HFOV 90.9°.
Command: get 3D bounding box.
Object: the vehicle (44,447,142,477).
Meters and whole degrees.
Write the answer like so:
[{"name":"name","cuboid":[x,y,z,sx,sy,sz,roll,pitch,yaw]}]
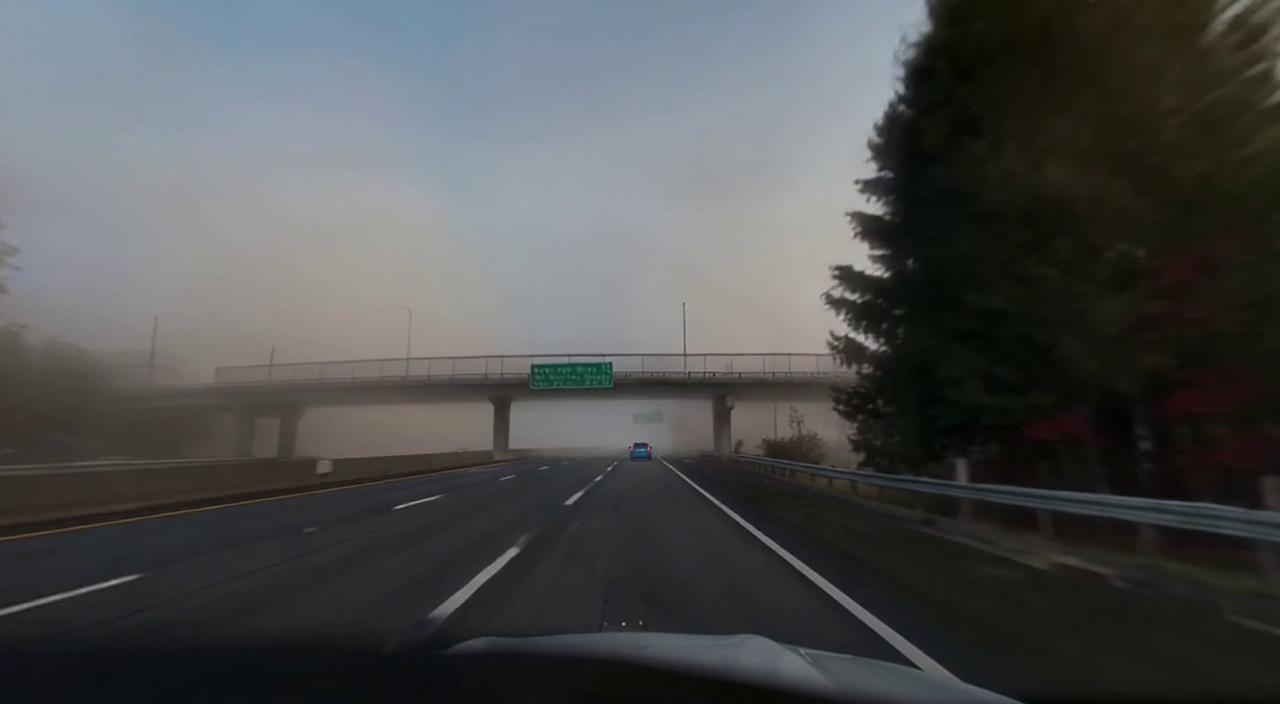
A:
[{"name":"vehicle","cuboid":[-35.406,7.104,41.008,2.007,1.769,4.826,0,-8,0]}]
